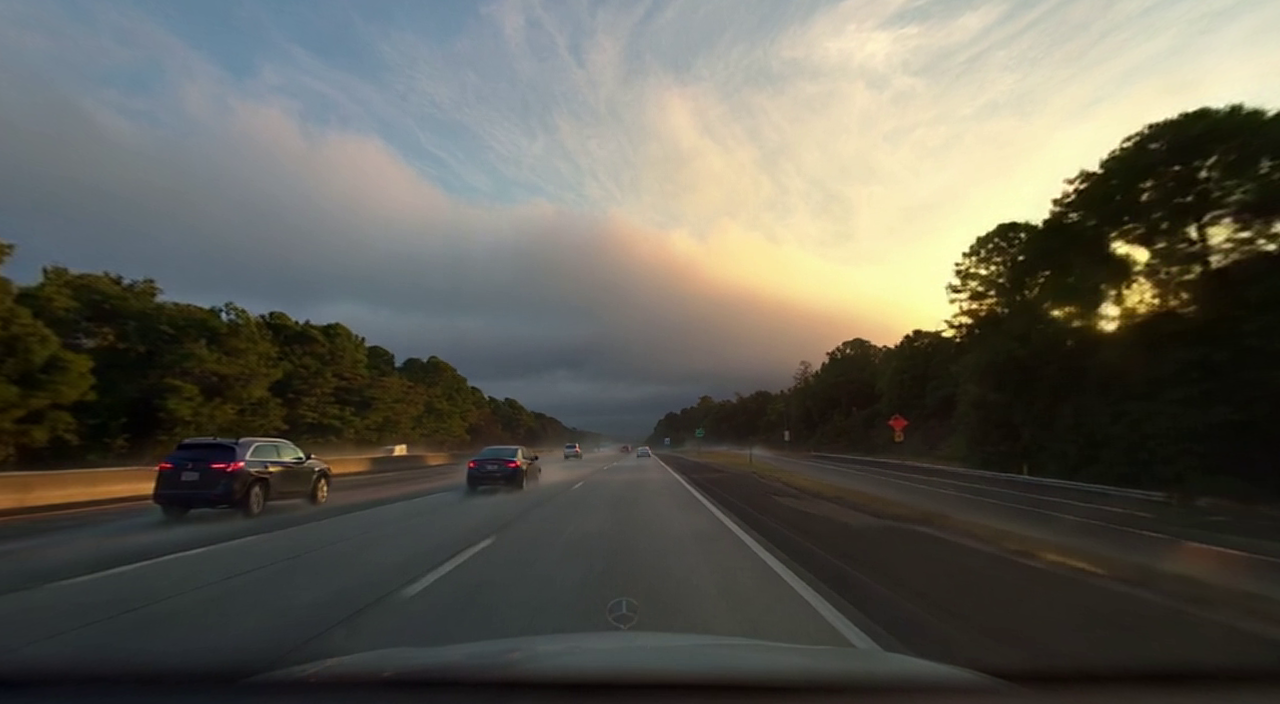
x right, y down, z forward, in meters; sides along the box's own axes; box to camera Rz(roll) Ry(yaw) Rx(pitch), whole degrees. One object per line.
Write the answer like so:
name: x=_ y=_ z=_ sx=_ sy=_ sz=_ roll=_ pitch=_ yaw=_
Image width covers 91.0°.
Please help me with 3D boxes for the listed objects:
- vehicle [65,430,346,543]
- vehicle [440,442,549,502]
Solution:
vehicle: x=-7.292 y=2.273 z=11.260 sx=2.007 sy=1.616 sz=4.141 roll=0 pitch=-9 yaw=1
vehicle: x=-4.151 y=3.497 z=18.877 sx=2.104 sy=1.558 sz=4.639 roll=0 pitch=-9 yaw=1
